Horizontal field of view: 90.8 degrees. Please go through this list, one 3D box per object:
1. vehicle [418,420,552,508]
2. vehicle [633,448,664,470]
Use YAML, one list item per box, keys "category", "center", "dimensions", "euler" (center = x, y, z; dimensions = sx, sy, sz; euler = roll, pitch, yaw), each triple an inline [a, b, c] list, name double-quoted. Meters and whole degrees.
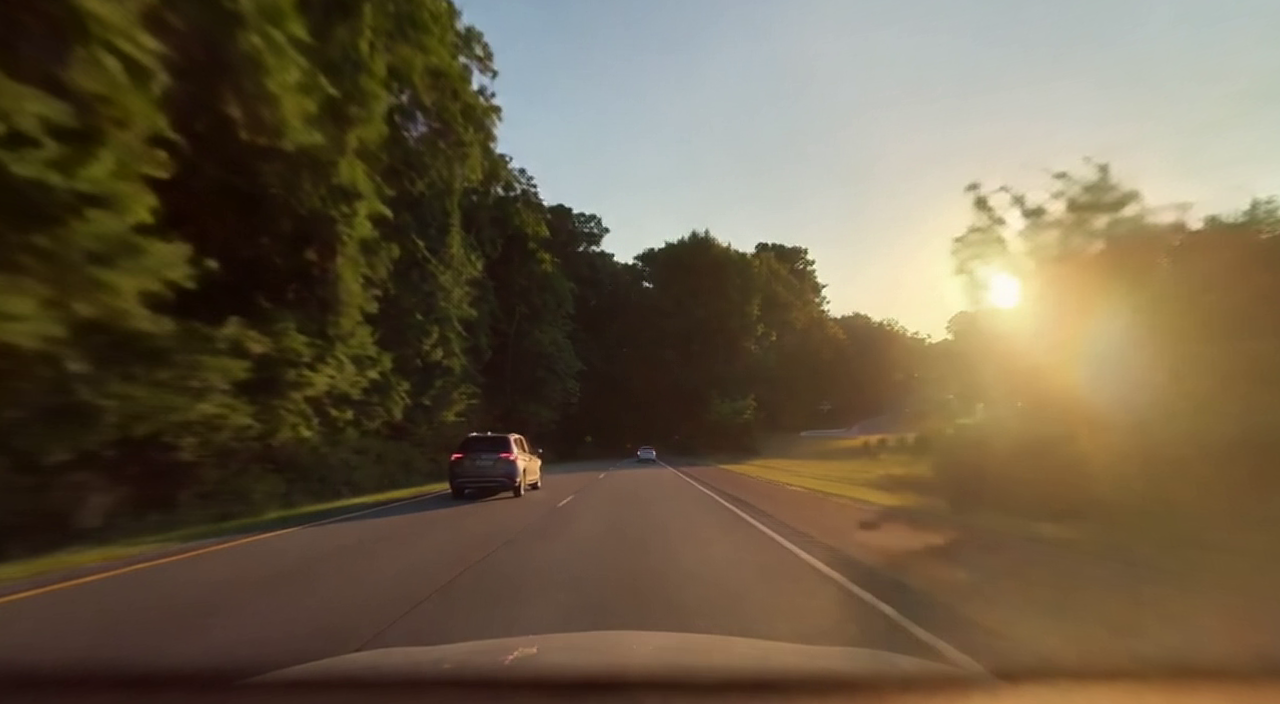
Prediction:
- category: "vehicle"
  center: [-3.998, 3.007, 17.382]
  dimensions: [2.418, 2.049, 4.930]
  euler: [0, -9, 0]
- category: "vehicle"
  center: [0.533, 7.344, 43.558]
  dimensions: [2.046, 1.452, 4.407]
  euler: [0, -9, 0]
